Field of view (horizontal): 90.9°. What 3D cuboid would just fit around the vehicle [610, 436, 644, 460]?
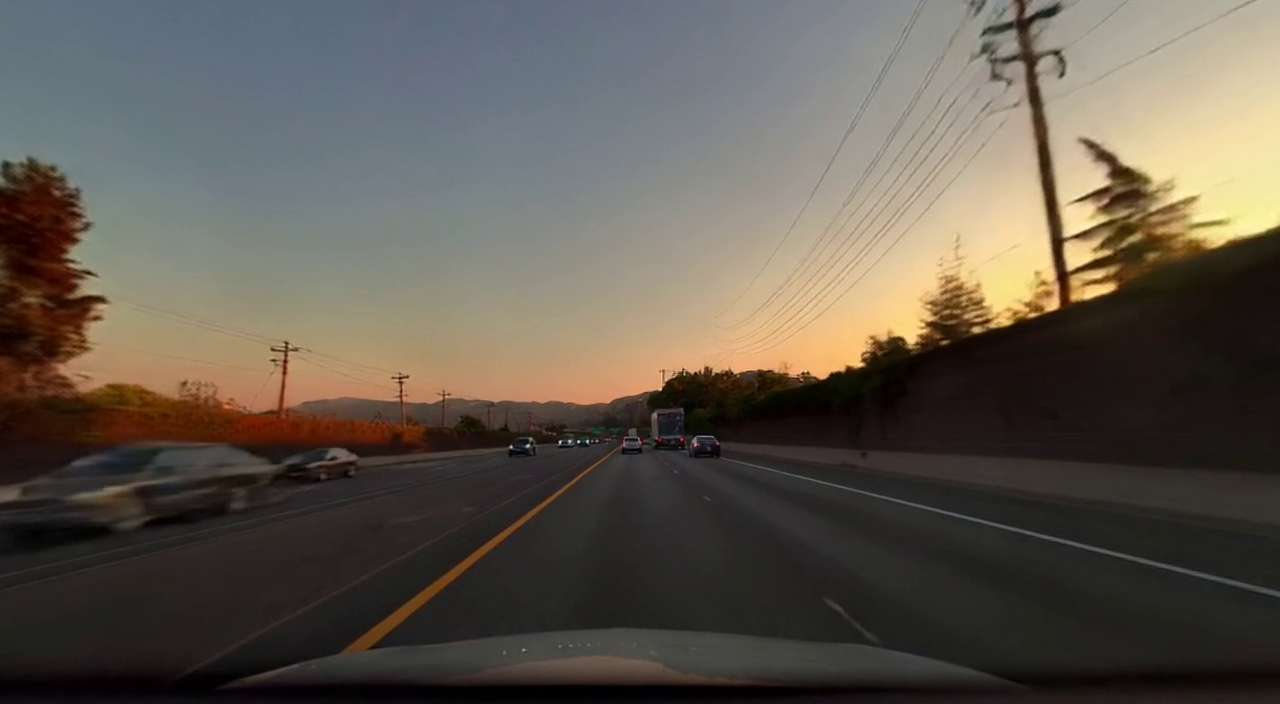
[{"bbox_3d":[-0.870,6.339,41.898,2.163,1.466,3.693,0,-8,-1],"label":"vehicle"}]

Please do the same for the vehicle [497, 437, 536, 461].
[{"bbox_3d":[-9.369,7.389,48.248,2.056,1.650,4.770,0,-8,0],"label":"vehicle"}]

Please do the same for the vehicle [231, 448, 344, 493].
[{"bbox_3d":[-13.373,4.468,24.243,1.866,1.463,4.346,0,-8,-1],"label":"vehicle"}]

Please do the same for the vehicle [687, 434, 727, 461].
[{"bbox_3d":[4.038,5.819,38.610,1.930,1.573,3.853,0,-8,-2],"label":"vehicle"}]

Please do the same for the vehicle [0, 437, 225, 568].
[{"bbox_3d":[-9.230,2.227,10.255,2.031,1.646,4.303,0,-8,-1],"label":"vehicle"}]
